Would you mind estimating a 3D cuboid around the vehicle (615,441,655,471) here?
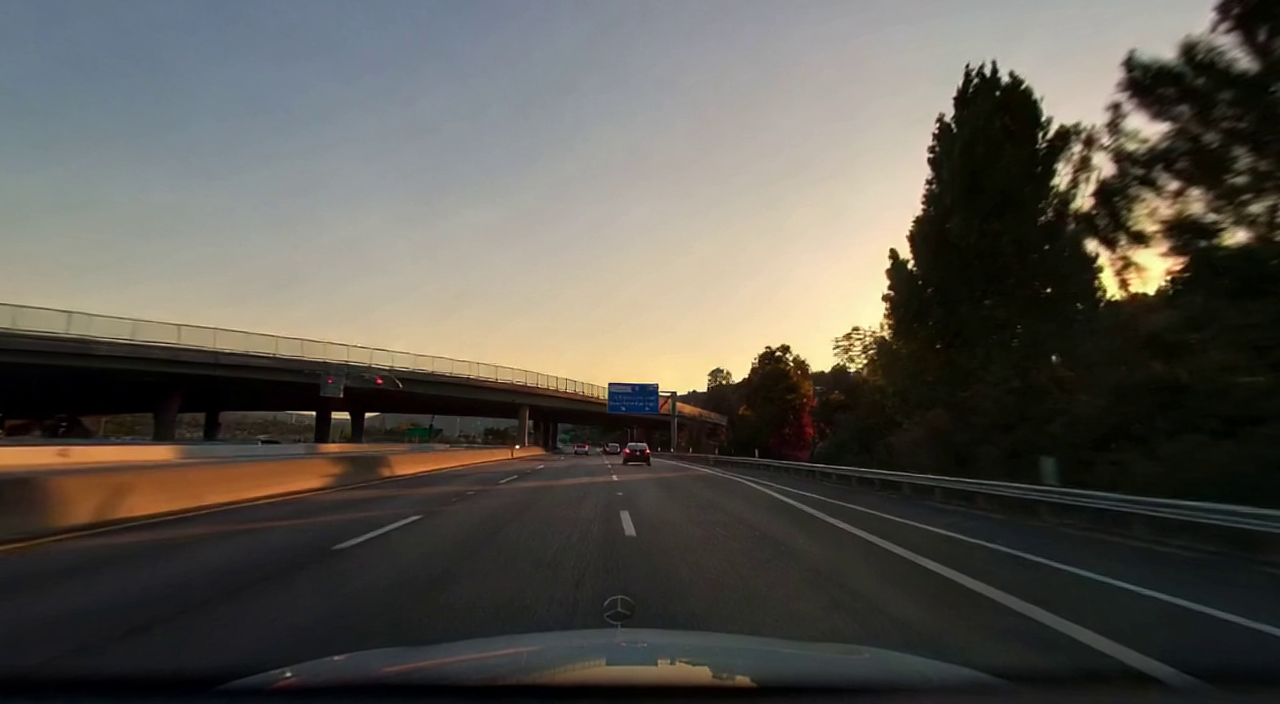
[{"bbox_3d":[-0.249,5.598,33.903,2.055,1.509,4.255,0,-9,0],"label":"vehicle"}]
